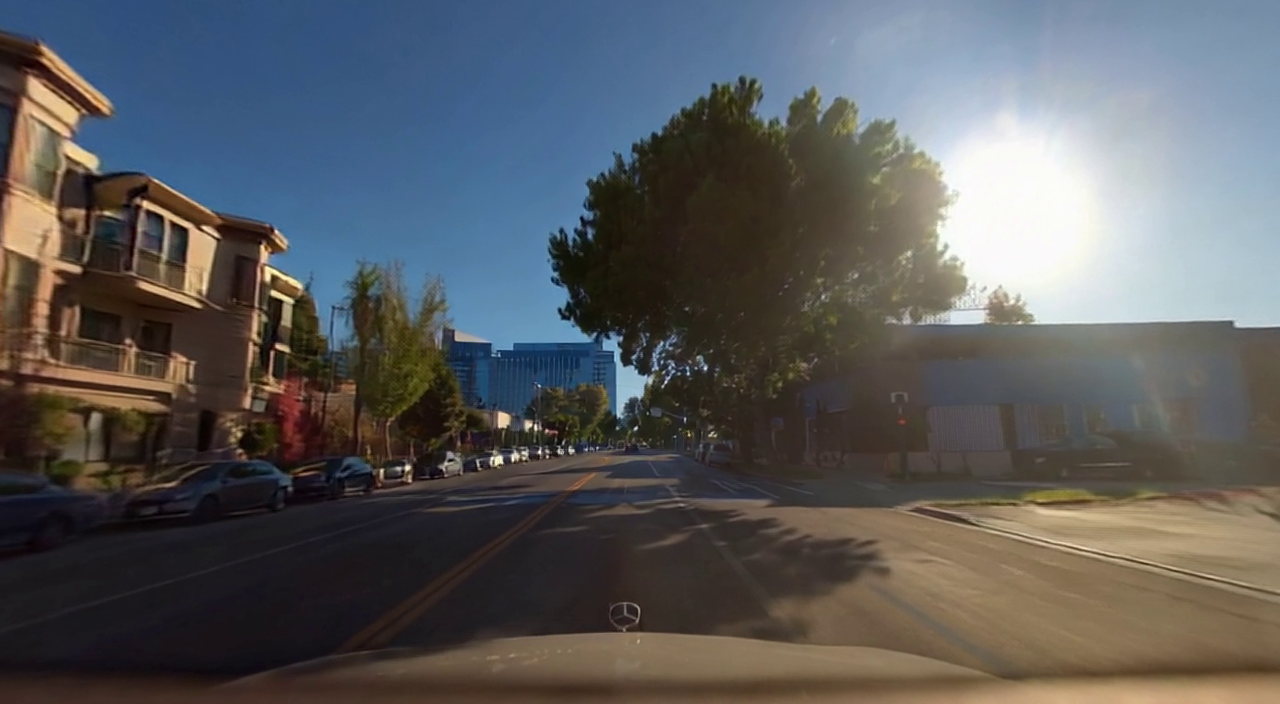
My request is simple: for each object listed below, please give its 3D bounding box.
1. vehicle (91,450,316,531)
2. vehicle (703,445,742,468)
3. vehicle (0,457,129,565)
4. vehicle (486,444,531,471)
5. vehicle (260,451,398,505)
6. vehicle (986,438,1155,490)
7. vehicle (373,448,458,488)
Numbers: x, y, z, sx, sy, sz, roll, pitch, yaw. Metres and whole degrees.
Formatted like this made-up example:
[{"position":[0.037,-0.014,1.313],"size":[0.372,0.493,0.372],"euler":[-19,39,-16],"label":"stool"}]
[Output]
[{"position":[-10.022,3.163,15.146],"size":[1.918,1.535,4.834],"euler":[-1,-8,1],"label":"vehicle"},{"position":[5.926,7.585,46.099],"size":[2.038,1.482,4.994],"euler":[0,-8,-2],"label":"vehicle"},{"position":[-10.011,2.242,8.624],"size":[1.959,1.451,4.990],"euler":[0,-8,-1],"label":"vehicle"},{"position":[-10.091,8.102,48.862],"size":[2.228,1.863,5.407],"euler":[-1,-8,1],"label":"vehicle"},{"position":[-10.075,4.090,21.000],"size":[2.010,1.476,4.871],"euler":[-1,-8,2],"label":"vehicle"},{"position":[15.962,4.172,23.646],"size":[4.625,1.797,2.266],"euler":[0,-9,-1],"label":"vehicle"},{"position":[-10.188,5.274,29.172],"size":[1.995,1.564,5.321],"euler":[0,-8,0],"label":"vehicle"}]
